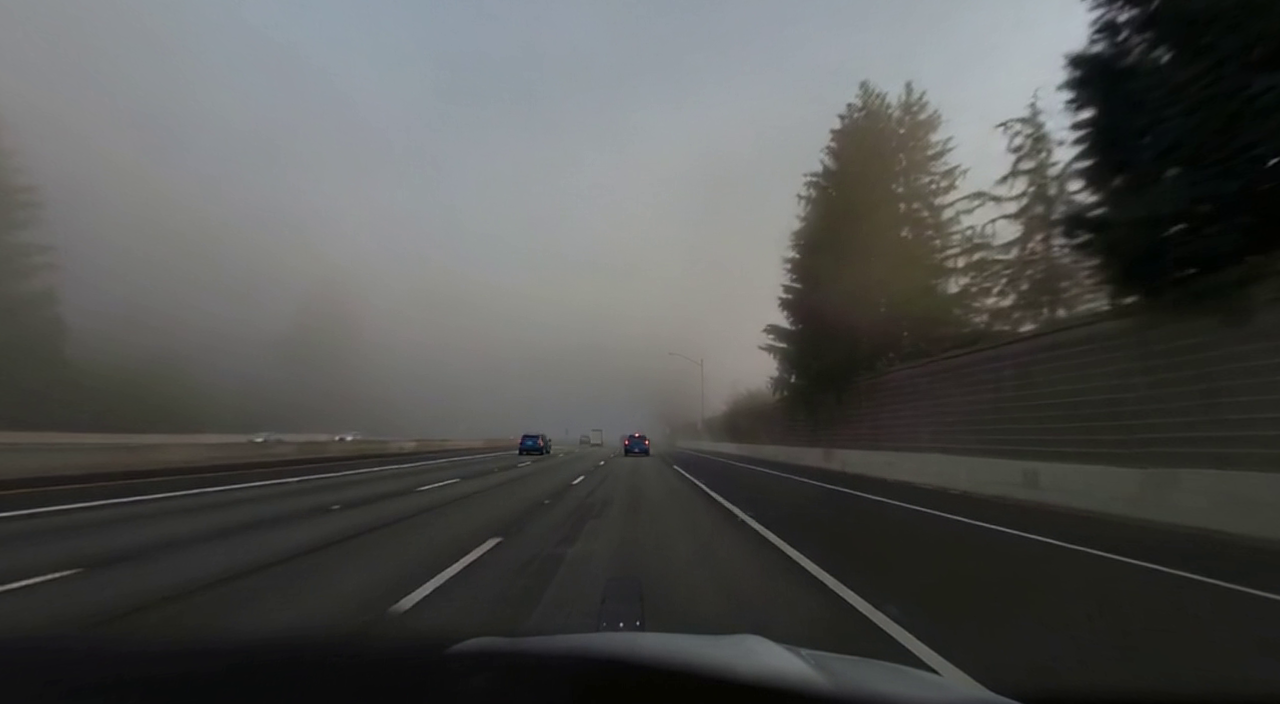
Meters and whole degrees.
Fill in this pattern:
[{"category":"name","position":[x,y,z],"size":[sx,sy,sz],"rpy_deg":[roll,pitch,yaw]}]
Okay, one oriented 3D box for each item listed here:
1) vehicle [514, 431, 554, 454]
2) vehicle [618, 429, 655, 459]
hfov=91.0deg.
[{"category":"vehicle","position":[-7.553,6.481,45.113],"size":[2.019,1.523,4.396],"rpy_deg":[0,-8,1]},{"category":"vehicle","position":[-0.177,5.599,38.279],"size":[2.141,1.706,4.065],"rpy_deg":[0,-8,0]}]
